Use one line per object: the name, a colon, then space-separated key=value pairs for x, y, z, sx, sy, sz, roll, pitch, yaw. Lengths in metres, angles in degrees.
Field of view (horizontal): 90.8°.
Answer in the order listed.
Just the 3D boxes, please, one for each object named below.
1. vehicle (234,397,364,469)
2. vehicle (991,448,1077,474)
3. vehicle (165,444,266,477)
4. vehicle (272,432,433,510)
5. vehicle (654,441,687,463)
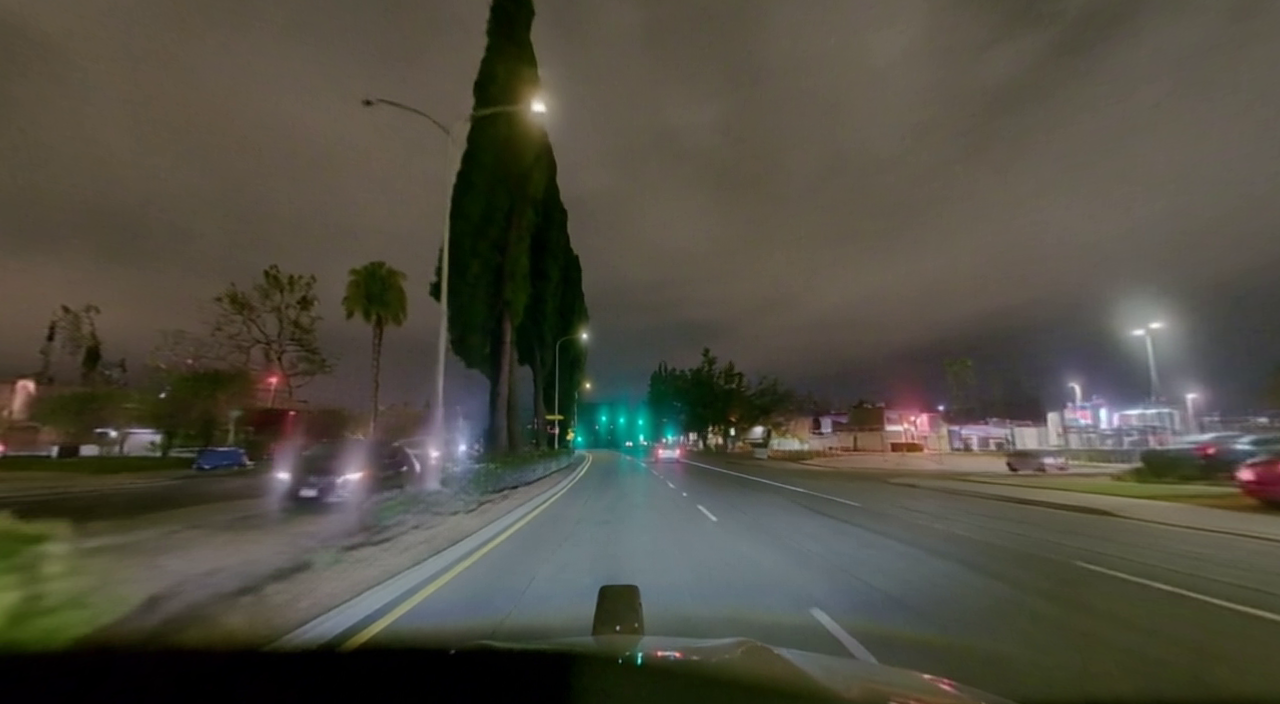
vehicle: x=-20.602 y=5.072 z=39.060 sx=3.154 sy=3.917 sz=9.345 roll=0 pitch=-8 yaw=-3
vehicle: x=24.326 y=6.691 z=39.006 sx=4.458 sy=1.465 sz=1.875 roll=2 pitch=-9 yaw=-15
vehicle: x=-20.364 y=5.198 z=30.575 sx=2.068 sy=1.408 sz=4.399 roll=-1 pitch=-8 yaw=-3
vehicle: x=-6.875 y=2.849 z=15.890 sx=2.180 sy=1.556 sz=5.130 roll=2 pitch=-7 yaw=-7
vehicle: x=2.157 y=7.202 z=45.710 sx=1.913 sy=1.473 sz=4.360 roll=0 pitch=-8 yaw=-4
